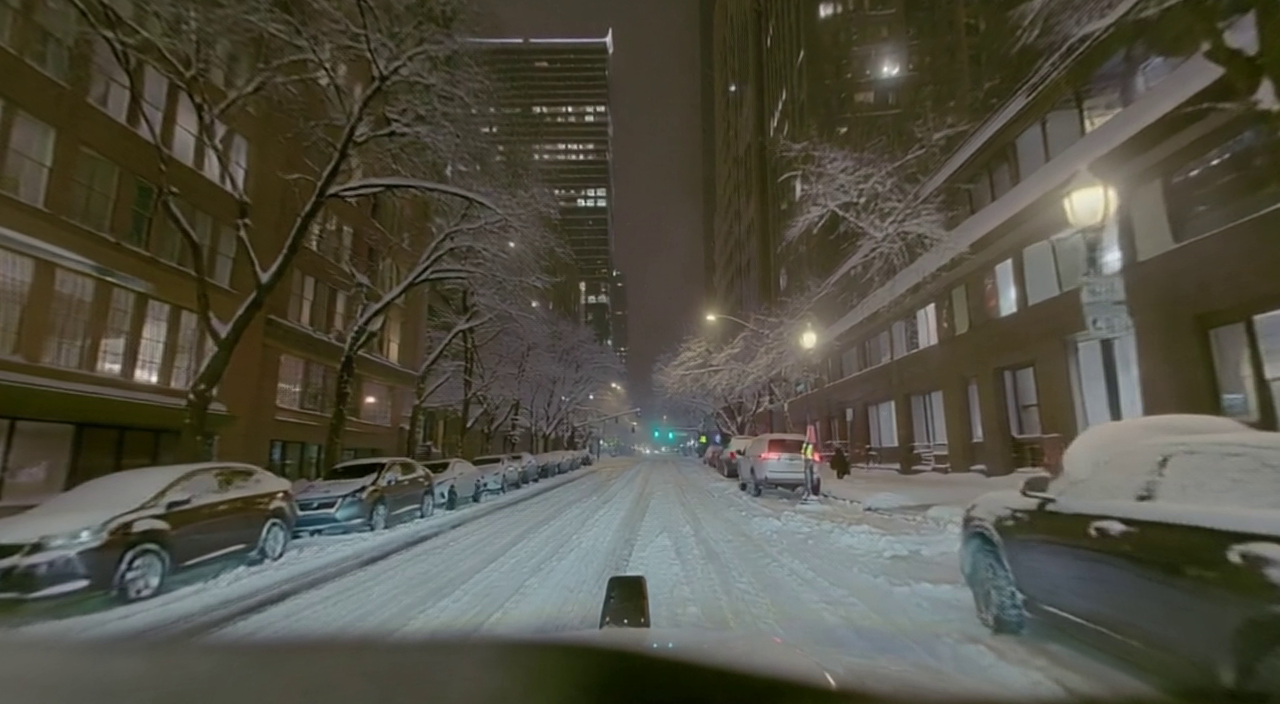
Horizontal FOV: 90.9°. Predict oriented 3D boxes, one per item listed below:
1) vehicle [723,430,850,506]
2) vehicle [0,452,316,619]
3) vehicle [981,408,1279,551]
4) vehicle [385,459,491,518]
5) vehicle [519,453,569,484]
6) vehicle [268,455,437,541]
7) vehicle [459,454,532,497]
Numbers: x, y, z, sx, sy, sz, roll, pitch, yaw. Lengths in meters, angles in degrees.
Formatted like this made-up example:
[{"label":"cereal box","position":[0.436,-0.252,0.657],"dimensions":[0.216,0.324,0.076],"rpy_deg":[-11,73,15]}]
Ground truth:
[{"label":"vehicle","position":[4.435,3.640,20.460],"dimensions":[2.568,2.001,5.999],"rpy_deg":[-2,-8,-1]},{"label":"vehicle","position":[-6.795,2.270,8.826],"dimensions":[2.123,1.596,4.659],"rpy_deg":[-2,-8,-1]},{"label":"vehicle","position":[8.394,1.886,9.755],"dimensions":[4.772,1.876,2.400],"rpy_deg":[-1,-8,1]},{"label":"vehicle","position":[-6.354,4.326,20.516],"dimensions":[1.889,1.451,5.013],"rpy_deg":[-2,-8,-1]},{"label":"vehicle","position":[-5.605,6.857,37.325],"dimensions":[2.270,1.539,4.855],"rpy_deg":[-2,-8,-1]},{"label":"vehicle","position":[-6.595,3.351,15.193],"dimensions":[1.944,1.574,4.717],"rpy_deg":[-2,-8,-1]},{"label":"vehicle","position":[-6.065,5.215,26.989],"dimensions":[2.110,1.498,4.555],"rpy_deg":[-2,-8,-1]}]
